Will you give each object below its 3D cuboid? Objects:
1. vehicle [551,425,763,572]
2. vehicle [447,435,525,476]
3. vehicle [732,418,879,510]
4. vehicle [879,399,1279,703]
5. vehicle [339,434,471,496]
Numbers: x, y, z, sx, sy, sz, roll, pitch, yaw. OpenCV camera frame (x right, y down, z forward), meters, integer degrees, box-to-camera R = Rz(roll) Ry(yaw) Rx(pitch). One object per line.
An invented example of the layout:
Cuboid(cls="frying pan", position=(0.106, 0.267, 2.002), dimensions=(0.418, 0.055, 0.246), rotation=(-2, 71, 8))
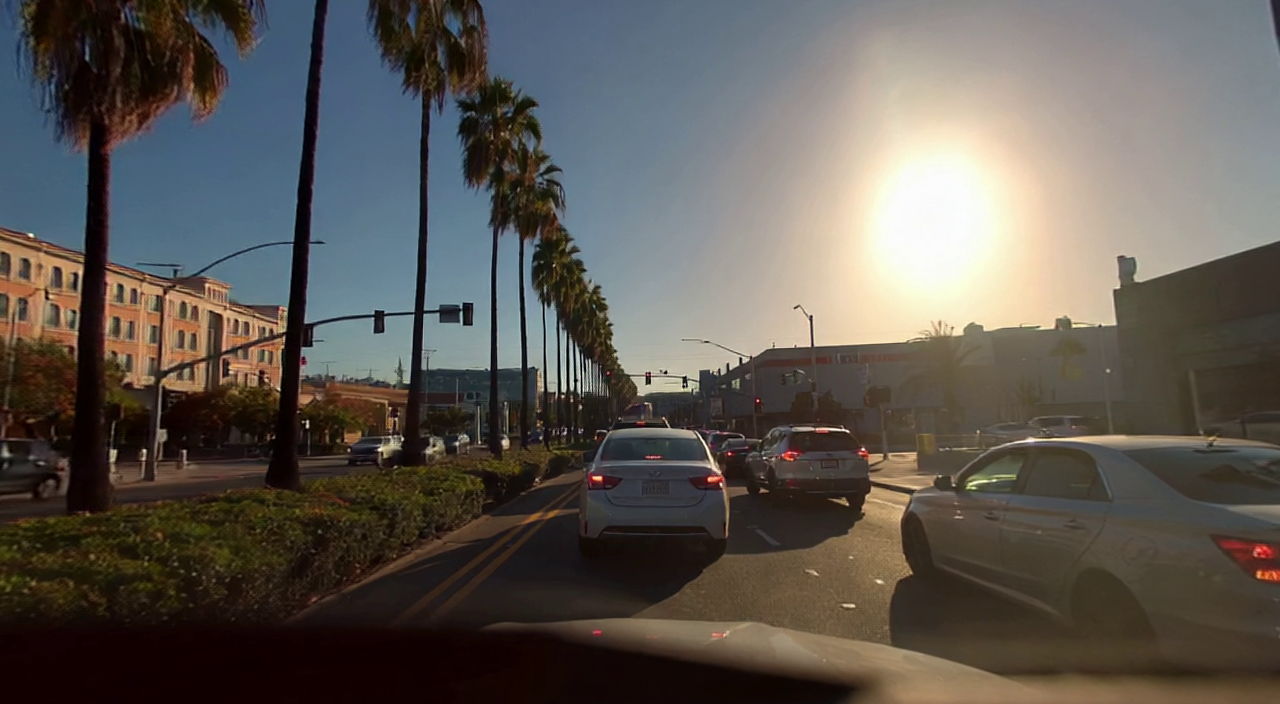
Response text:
Cuboid(cls="vehicle", position=(0.183, 1.788, 8.463), dimensions=(2.140, 1.474, 4.026), rotation=(0, -8, 0))
Cuboid(cls="vehicle", position=(-6.034, 4.098, 25.225), dimensions=(1.822, 1.456, 4.396), rotation=(-1, -8, 2))
Cuboid(cls="vehicle", position=(3.505, 2.467, 14.305), dimensions=(2.169, 1.751, 4.276), rotation=(0, -8, 0))
Cuboid(cls="vehicle", position=(3.544, 1.226, 4.473), dimensions=(1.910, 1.490, 4.661), rotation=(0, -8, 1))
Cuboid(cls="vehicle", position=(-6.250, 3.046, 17.363), dimensions=(1.900, 1.487, 4.165), rotation=(0, -8, 2))
